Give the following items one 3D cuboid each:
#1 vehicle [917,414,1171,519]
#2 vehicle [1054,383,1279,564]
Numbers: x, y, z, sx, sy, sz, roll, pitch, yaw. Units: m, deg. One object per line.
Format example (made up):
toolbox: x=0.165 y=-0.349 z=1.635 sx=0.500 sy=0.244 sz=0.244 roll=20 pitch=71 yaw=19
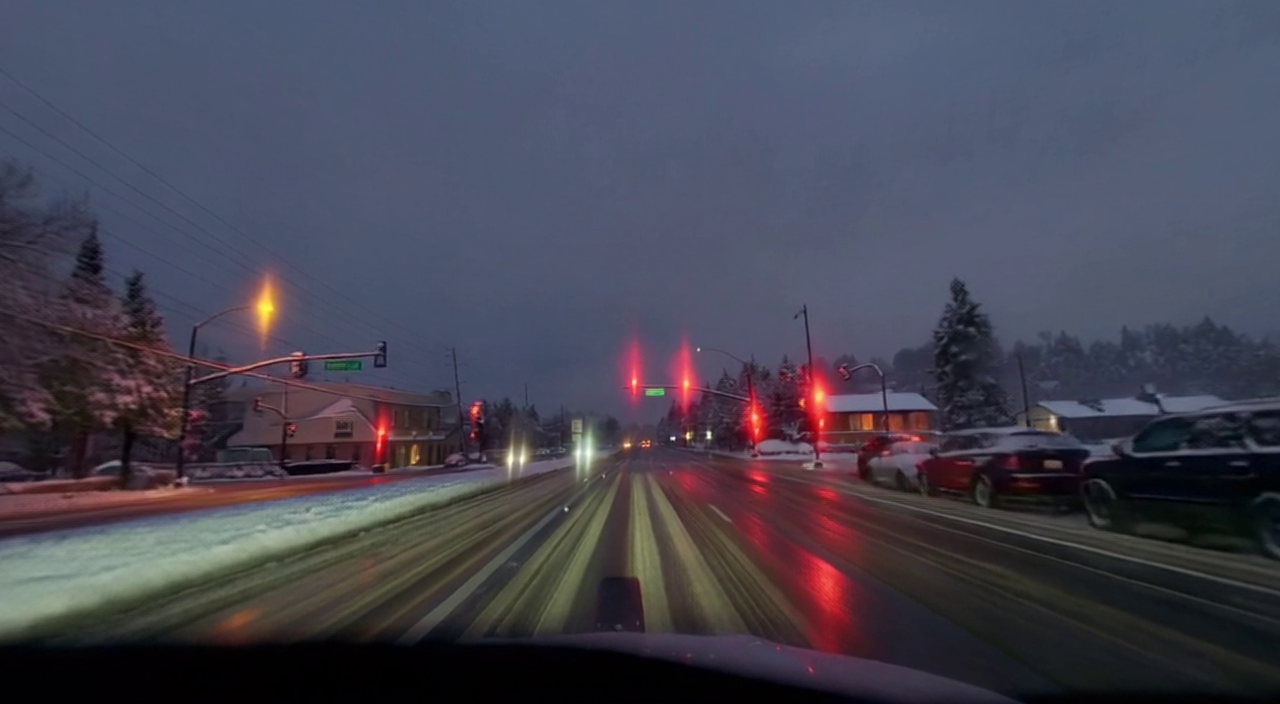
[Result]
vehicle: x=7.908 y=2.293 z=13.132 sx=2.063 sy=1.749 sz=4.776 roll=0 pitch=-9 yaw=0
vehicle: x=7.790 y=1.404 z=7.504 sx=2.130 sy=1.877 sz=5.334 roll=0 pitch=-9 yaw=0
